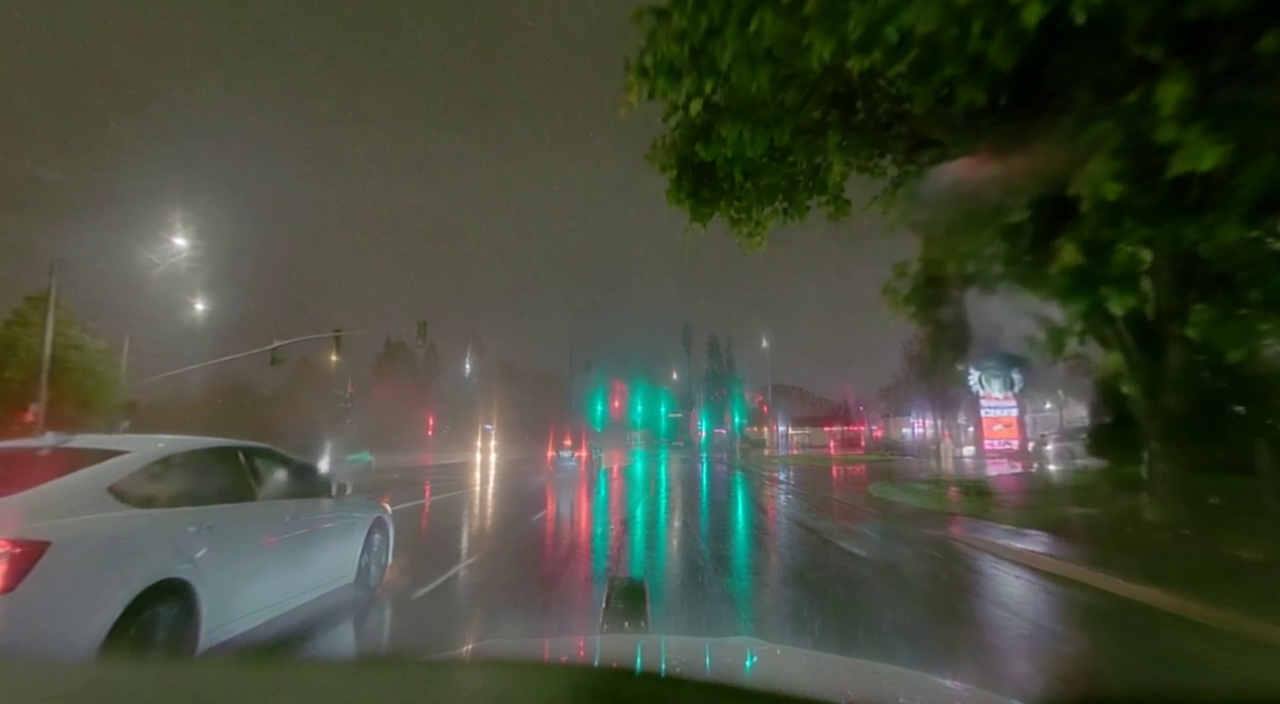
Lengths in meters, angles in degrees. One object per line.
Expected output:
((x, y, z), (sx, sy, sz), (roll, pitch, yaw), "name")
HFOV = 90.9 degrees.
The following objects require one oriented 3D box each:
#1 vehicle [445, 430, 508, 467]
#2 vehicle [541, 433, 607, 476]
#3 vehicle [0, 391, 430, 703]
((-8.921, 5.327, 34.826), (2.030, 1.906, 4.661), (-1, -8, 3), "vehicle")
((-2.728, 4.370, 27.125), (2.109, 1.692, 4.220), (-1, -8, 4), "vehicle")
((-3.232, 1.193, 4.305), (2.018, 1.477, 4.401), (0, -8, 1), "vehicle")
